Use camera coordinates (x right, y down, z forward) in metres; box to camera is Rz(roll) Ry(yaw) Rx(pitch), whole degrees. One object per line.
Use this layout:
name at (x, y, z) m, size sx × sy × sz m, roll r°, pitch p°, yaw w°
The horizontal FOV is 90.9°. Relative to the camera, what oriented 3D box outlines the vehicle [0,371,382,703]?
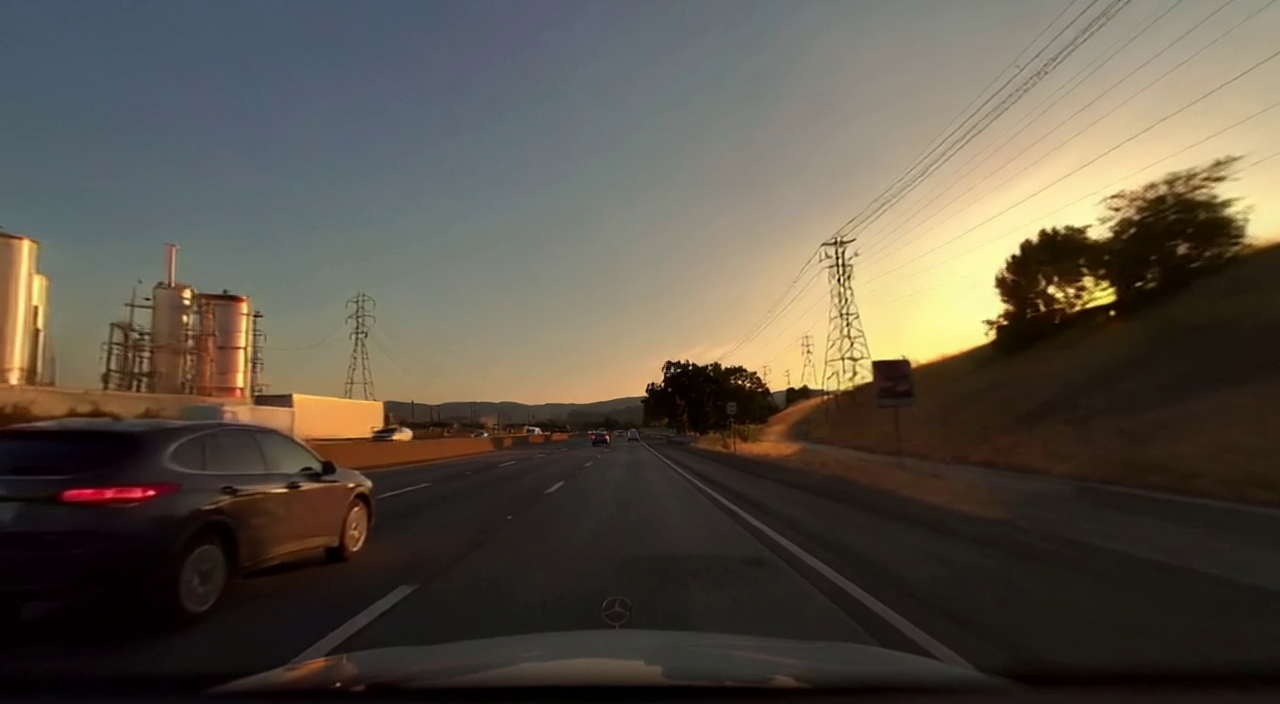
vehicle at (-3.977, 1.172, 5.116) m, size 2.023 × 1.621 × 4.174 m, roll 0°, pitch -8°, yaw -1°
